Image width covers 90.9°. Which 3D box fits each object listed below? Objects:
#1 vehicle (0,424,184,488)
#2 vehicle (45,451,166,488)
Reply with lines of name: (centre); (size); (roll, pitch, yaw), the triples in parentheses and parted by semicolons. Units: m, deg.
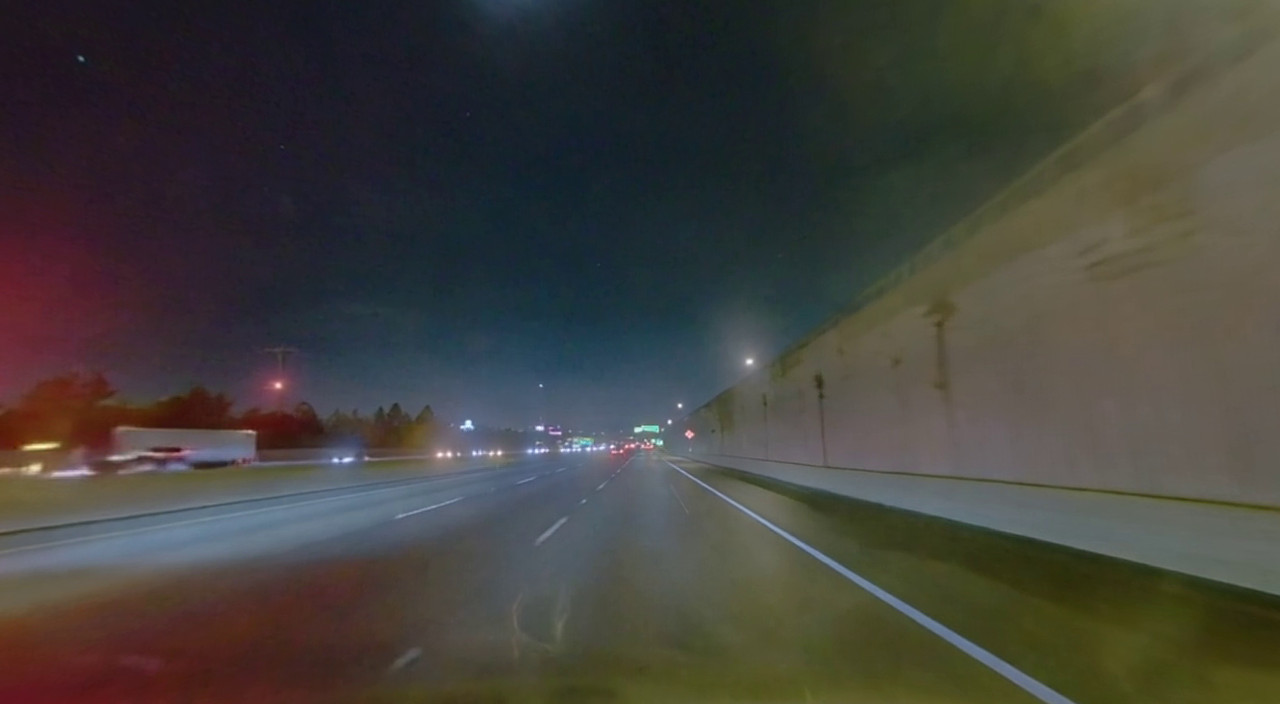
vehicle: (-35.985, 6.816, 42.030); (2.927, 3.688, 10.875); (0, -8, 1)
vehicle: (-28.247, 6.171, 33.606); (1.998, 1.732, 4.972); (0, -8, 1)
